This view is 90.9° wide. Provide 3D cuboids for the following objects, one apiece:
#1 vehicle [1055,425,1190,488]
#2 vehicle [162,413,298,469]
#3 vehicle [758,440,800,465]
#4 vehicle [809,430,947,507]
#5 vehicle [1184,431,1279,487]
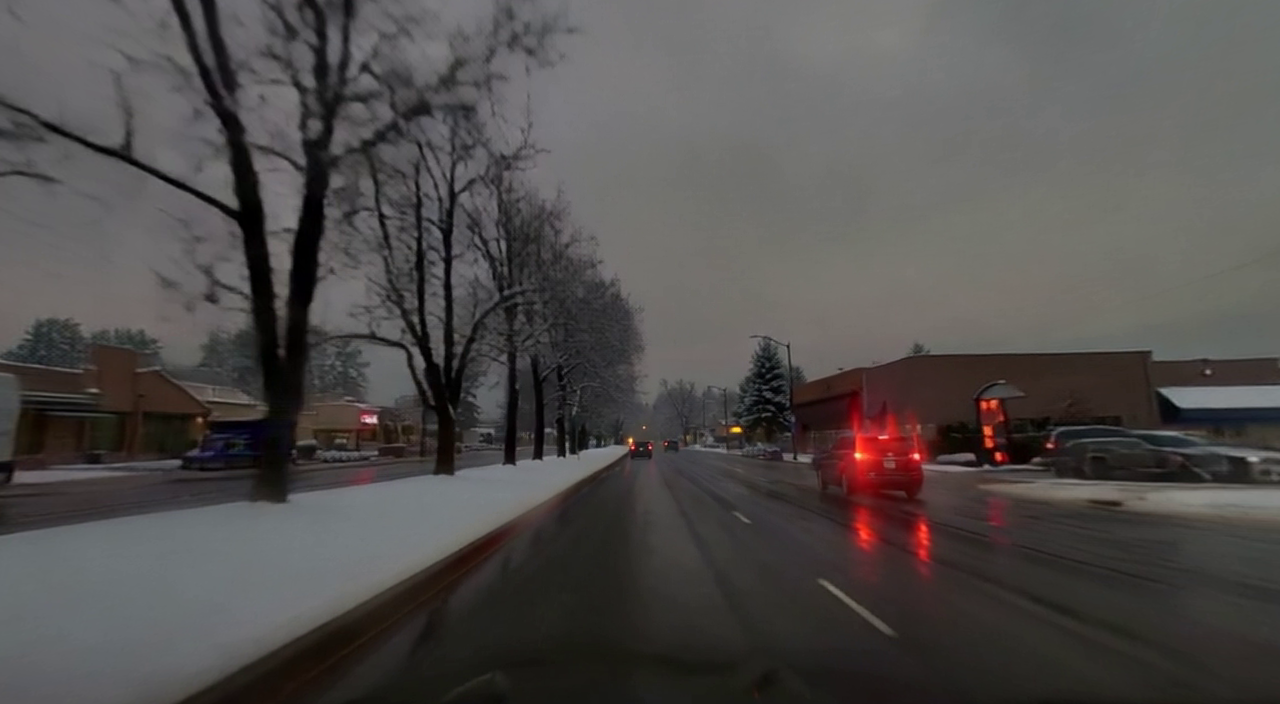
[{"bbox_3d":[17.182,3.635,22.354,5.554,1.937,2.486,7,-11,-40],"label":"vehicle"},{"bbox_3d":[-25.860,5.640,39.996,6.540,3.375,2.751,0,-9,0],"label":"vehicle"},{"bbox_3d":[10.783,7.822,49.223,2.096,1.780,5.128,0,-9,0],"label":"vehicle"},{"bbox_3d":[5.767,2.854,15.874,2.072,1.669,3.836,-1,-9,2],"label":"vehicle"},{"bbox_3d":[20.641,3.647,21.740,4.366,1.718,2.171,7,-11,-42],"label":"vehicle"}]
